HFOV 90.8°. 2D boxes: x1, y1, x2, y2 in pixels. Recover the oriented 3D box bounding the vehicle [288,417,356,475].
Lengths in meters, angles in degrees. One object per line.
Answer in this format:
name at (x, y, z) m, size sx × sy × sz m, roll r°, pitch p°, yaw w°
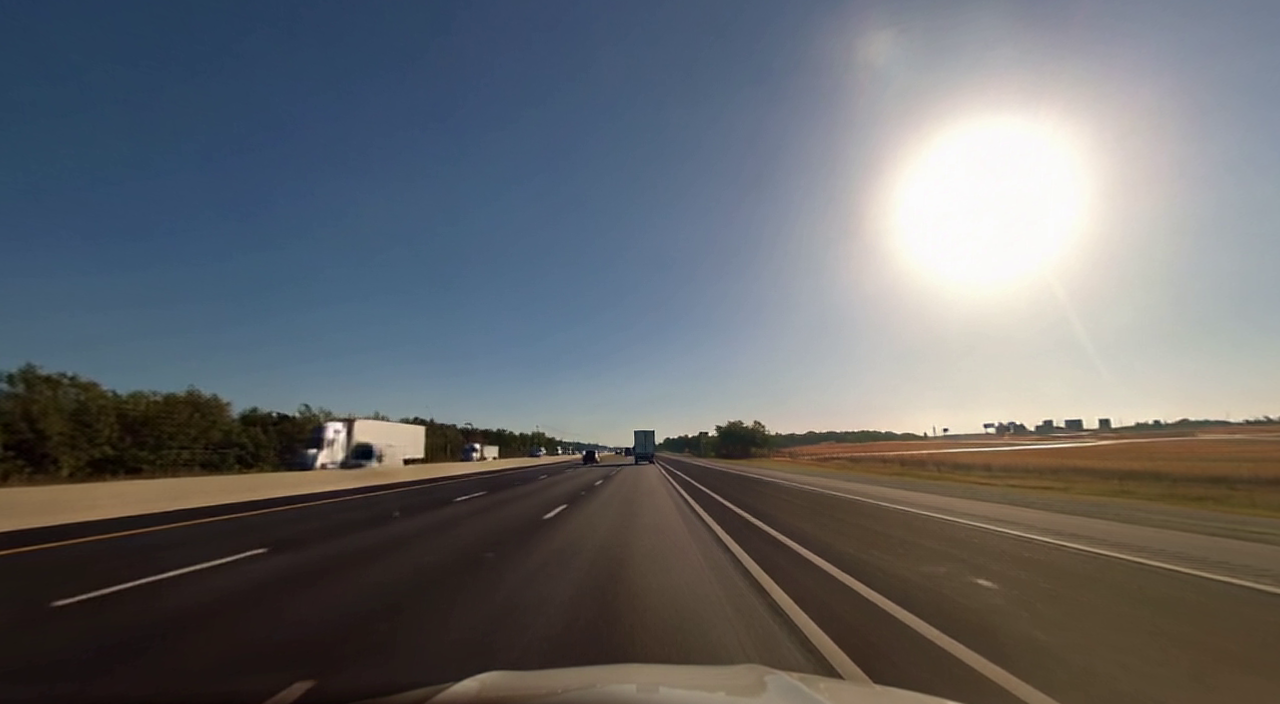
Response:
vehicle at (-22.701, 6.759, 45.210) m, size 3.257 × 3.998 × 2.595 m, roll 0°, pitch -9°, yaw 0°
